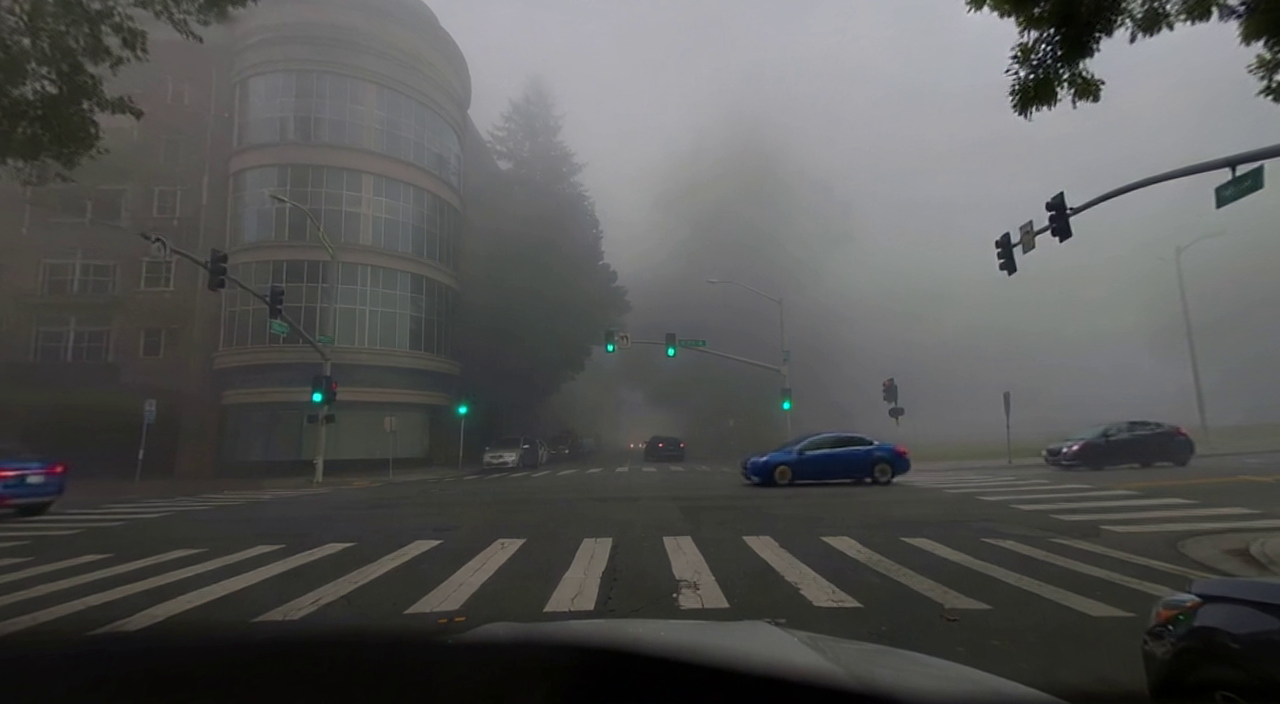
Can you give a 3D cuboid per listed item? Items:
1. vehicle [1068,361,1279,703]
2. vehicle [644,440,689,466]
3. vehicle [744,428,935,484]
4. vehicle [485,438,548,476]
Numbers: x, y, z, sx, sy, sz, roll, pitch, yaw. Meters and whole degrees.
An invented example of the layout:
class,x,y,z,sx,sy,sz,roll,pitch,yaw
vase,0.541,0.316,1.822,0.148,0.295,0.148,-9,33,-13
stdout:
class,x,y,z,sx,sy,sz,roll,pitch,yaw
vehicle,2.885,0.664,0.831,1.947,1.576,3.825,0,-8,1
vehicle,1.541,6.090,38.166,2.031,1.442,4.446,1,-8,-7
vehicle,5.364,2.857,17.372,4.613,1.443,1.883,0,-8,0
vehicle,-5.963,5.102,30.778,2.115,1.690,4.322,0,-8,1
